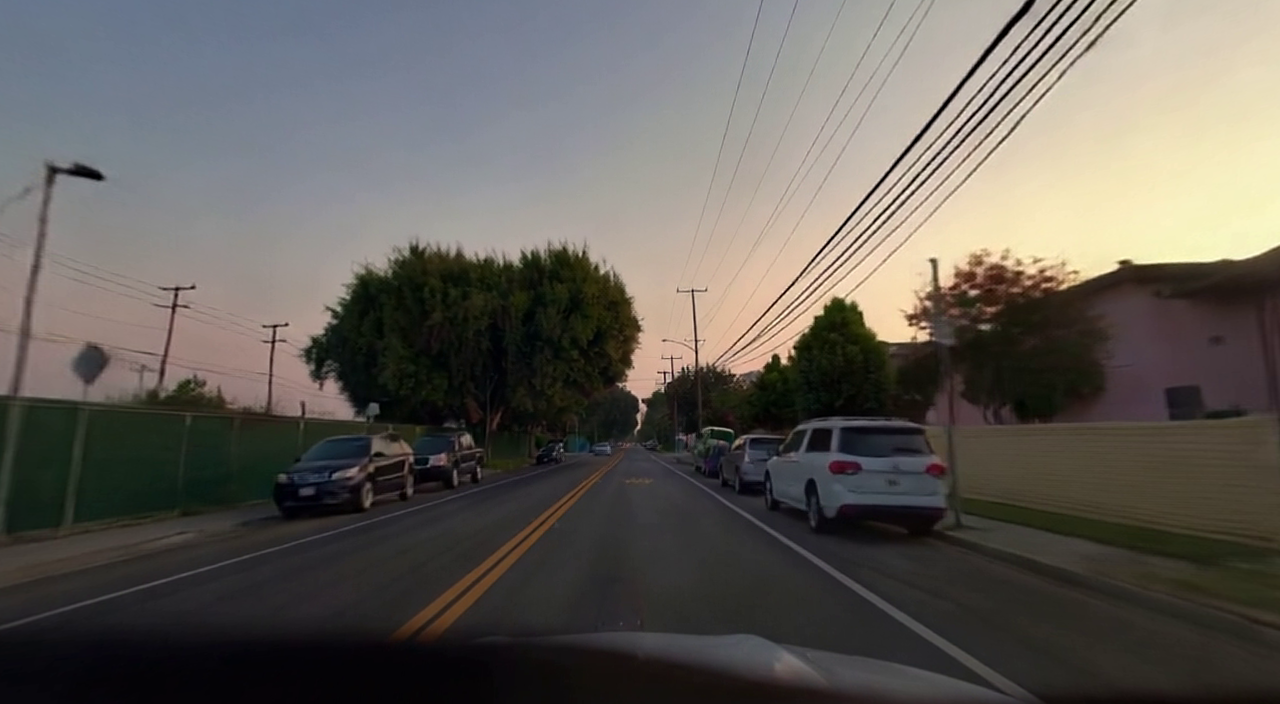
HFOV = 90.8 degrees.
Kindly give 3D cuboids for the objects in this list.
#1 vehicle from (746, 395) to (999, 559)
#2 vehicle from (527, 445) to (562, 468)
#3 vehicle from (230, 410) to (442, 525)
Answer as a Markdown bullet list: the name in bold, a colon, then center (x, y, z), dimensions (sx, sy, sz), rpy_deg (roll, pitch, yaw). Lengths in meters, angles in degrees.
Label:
- **vehicle**: center (3.333, 1.944, 10.605), dimensions (2.053, 2.005, 5.495), rpy_deg (0, -8, -1)
- **vehicle**: center (-6.742, 7.391, 44.951), dimensions (1.866, 1.487, 4.416), rpy_deg (-1, -8, -1)
- **vehicle**: center (-6.645, 2.593, 14.769), dimensions (2.268, 2.154, 5.321), rpy_deg (0, -9, 0)
